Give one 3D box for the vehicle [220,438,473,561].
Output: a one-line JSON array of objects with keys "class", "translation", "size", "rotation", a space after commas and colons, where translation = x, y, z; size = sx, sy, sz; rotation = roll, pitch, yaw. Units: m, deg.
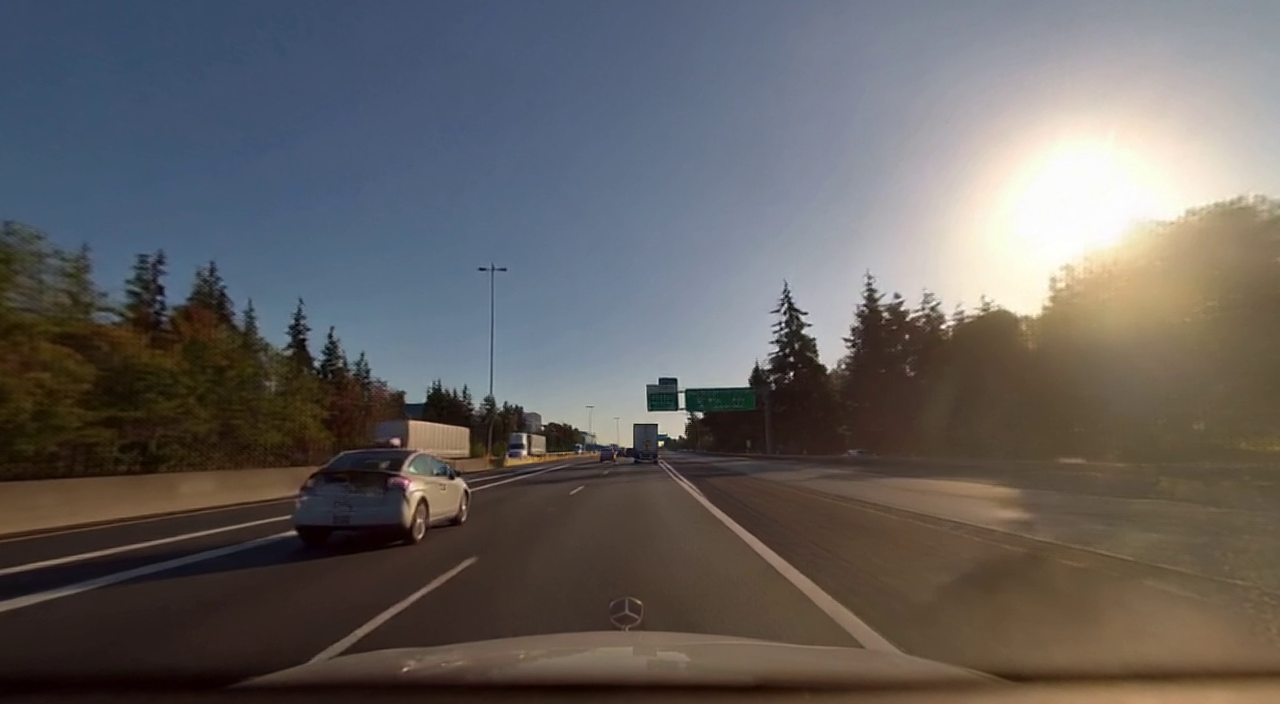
[{"class": "vehicle", "translation": [-4.168, 2.126, 9.841], "size": [1.945, 1.488, 4.043], "rotation": [0, -9, 1]}]
